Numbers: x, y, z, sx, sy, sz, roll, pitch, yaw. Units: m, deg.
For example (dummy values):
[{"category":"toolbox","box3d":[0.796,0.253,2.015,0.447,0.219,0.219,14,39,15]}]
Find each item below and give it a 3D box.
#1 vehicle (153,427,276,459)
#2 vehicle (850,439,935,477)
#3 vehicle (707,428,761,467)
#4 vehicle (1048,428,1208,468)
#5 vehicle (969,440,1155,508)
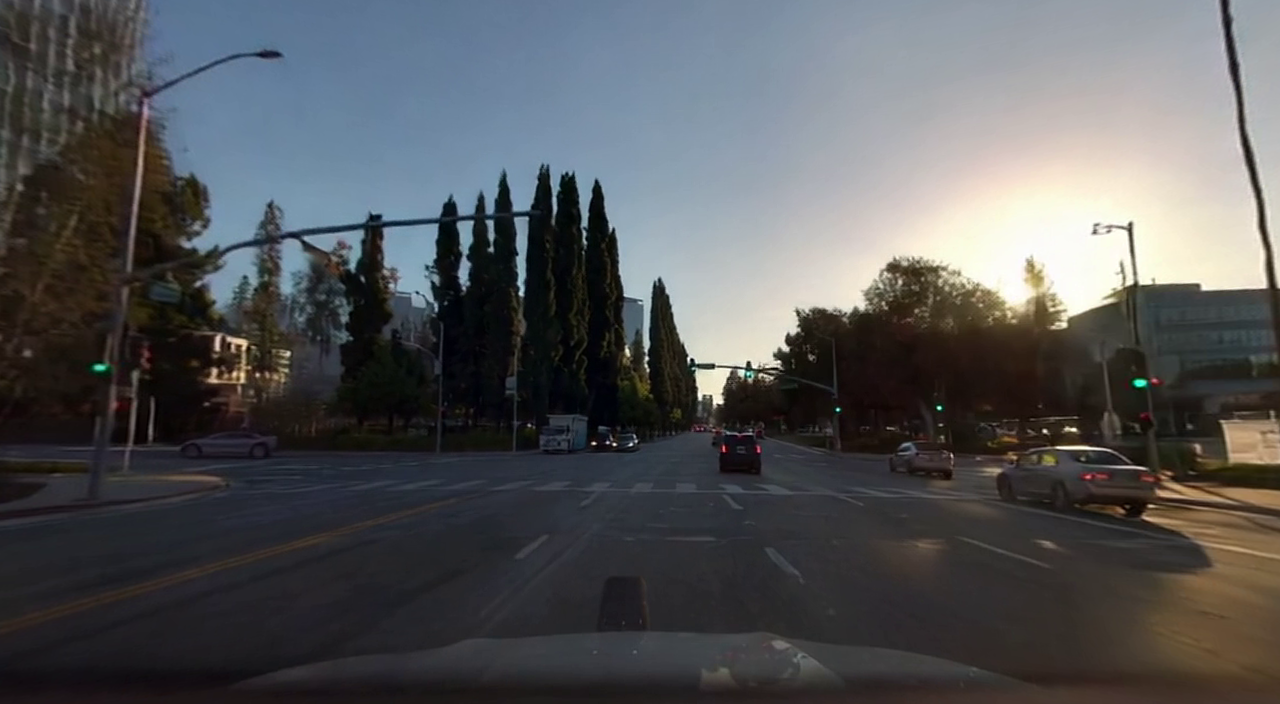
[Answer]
[{"category":"vehicle","box3d":[-21.617,4.631,32.027,4.856,1.528,2.053,-1,-8,3]},{"category":"vehicle","box3d":[10.554,4.457,26.642,1.860,1.460,4.379,0,-8,1]},{"category":"vehicle","box3d":[4.621,4.817,31.640,2.203,1.801,4.331,0,-9,2]},{"category":"vehicle","box3d":[25.436,5.051,32.946,6.170,1.978,2.399,0,-10,2]},{"category":"vehicle","box3d":[10.452,3.019,16.043,1.896,1.463,4.296,0,-8,3]}]
